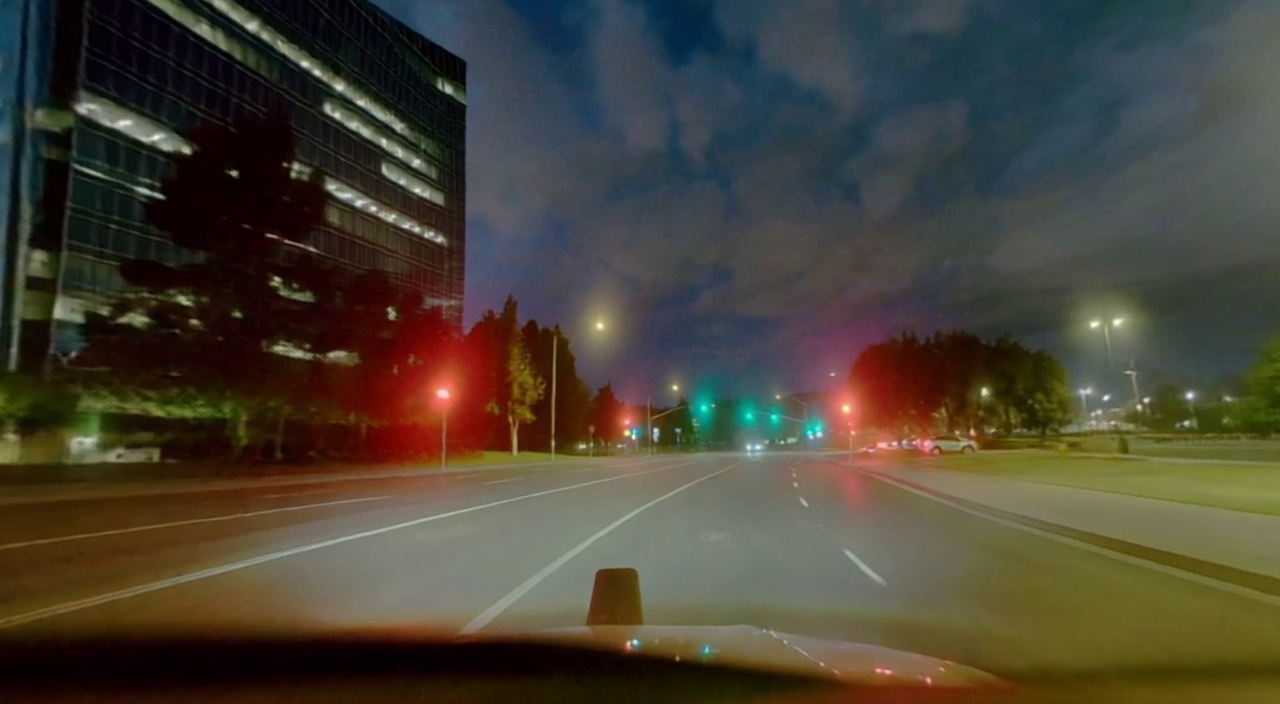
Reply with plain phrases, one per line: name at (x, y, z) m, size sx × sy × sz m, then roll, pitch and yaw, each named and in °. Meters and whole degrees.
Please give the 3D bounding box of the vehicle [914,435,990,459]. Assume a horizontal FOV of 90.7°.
vehicle at (21.643, 6.611, 44.076) m, size 4.341 × 1.479 × 1.729 m, roll -3°, pitch -7°, yaw 13°

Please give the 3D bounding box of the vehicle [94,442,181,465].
vehicle at (-38.724, 7.841, 48.949) m, size 1.946 × 1.658 × 5.042 m, roll -2°, pitch -9°, yaw 13°

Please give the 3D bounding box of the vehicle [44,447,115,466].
vehicle at (-43.890, 8.165, 49.673) m, size 1.713 × 1.421 × 3.799 m, roll -2°, pitch -9°, yaw 12°
